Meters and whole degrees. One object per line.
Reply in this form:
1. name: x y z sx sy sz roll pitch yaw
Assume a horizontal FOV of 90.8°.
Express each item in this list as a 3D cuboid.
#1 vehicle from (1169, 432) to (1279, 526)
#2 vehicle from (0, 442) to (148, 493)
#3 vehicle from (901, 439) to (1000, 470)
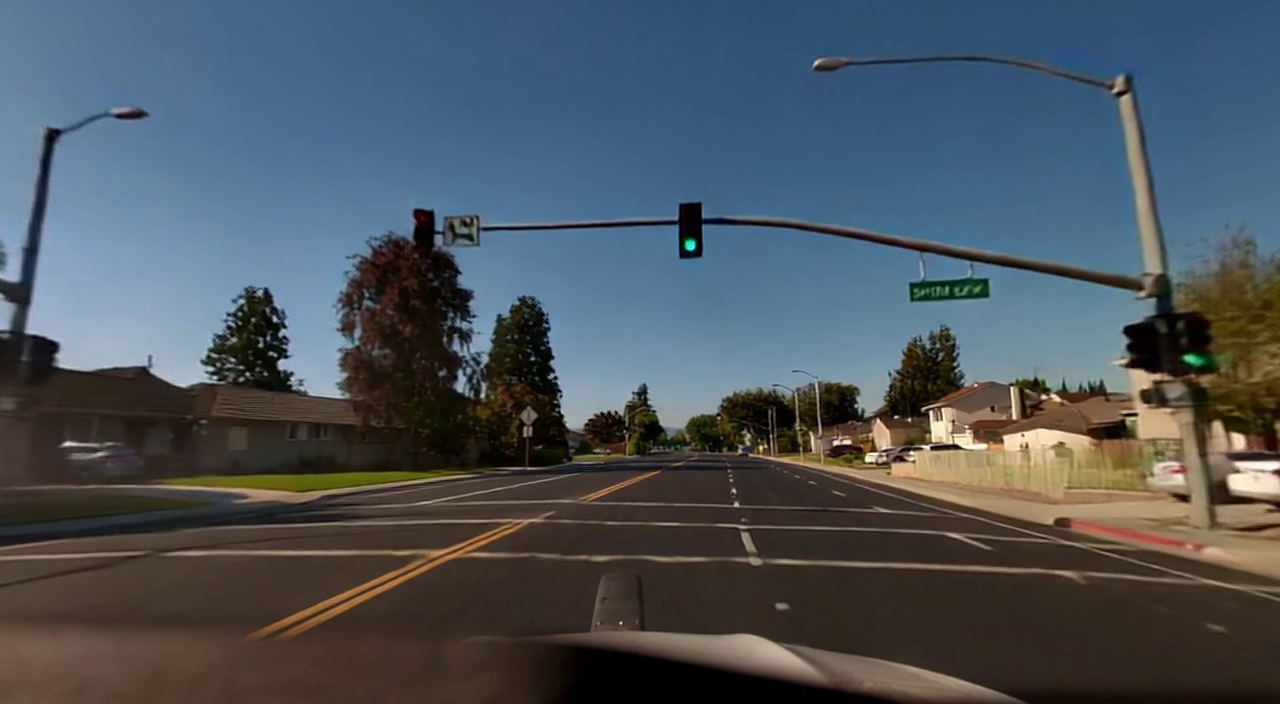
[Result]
1. vehicle: 14.886 2.707 13.666 4.691 1.872 2.147 -1 -9 6
2. vehicle: -19.169 3.763 21.029 1.786 1.500 4.021 -2 -9 13
3. vehicle: 18.849 6.230 38.557 4.854 1.803 2.179 0 -9 2
